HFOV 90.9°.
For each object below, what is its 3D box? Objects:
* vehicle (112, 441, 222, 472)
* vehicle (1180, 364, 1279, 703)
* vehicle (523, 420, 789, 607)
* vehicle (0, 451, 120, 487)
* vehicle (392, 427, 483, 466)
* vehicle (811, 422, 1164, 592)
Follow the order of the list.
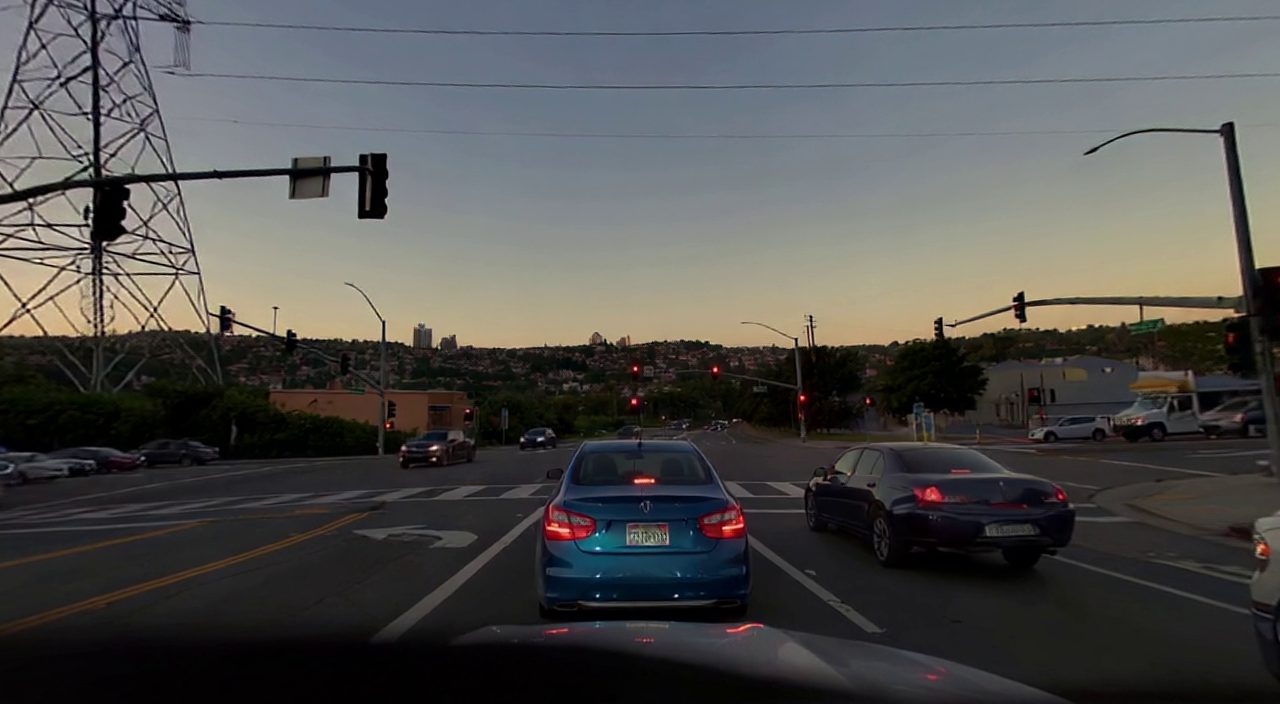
[{"bbox_3d":[-26.028,5.766,34.789,4.417,1.637,1.956,0,-8,-2],"label":"vehicle"},{"bbox_3d":[3.412,0.588,0.626,1.926,1.614,4.330,0,-8,1],"label":"vehicle"},{"bbox_3d":[0.113,1.596,7.126,2.117,1.474,4.036,0,-8,0],"label":"vehicle"},{"bbox_3d":[-25.925,5.112,27.747,4.263,1.464,1.895,0,-8,-1],"label":"vehicle"},{"bbox_3d":[-9.627,4.598,30.655,2.269,1.716,5.700,-1,-8,3],"label":"vehicle"},{"bbox_3d":[3.654,1.683,7.720,1.835,1.473,4.190,0,-8,-2],"label":"vehicle"}]
